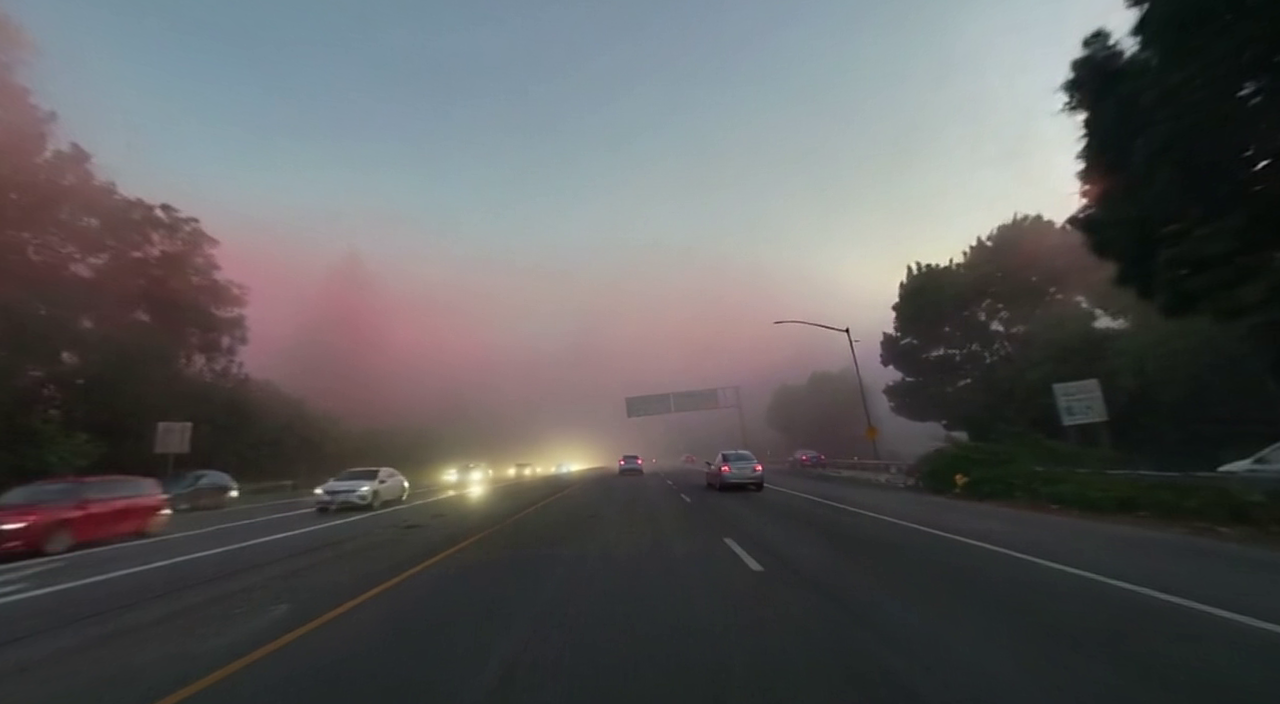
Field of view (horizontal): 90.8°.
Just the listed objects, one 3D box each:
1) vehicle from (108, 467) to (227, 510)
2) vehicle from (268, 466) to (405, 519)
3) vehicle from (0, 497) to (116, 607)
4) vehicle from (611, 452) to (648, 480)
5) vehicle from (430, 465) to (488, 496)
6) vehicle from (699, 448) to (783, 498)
[{"bbox_3d":[-20.631,5.936,27.824,1.850,1.594,4.177,0,-9,3],"label":"vehicle"},{"bbox_3d":[-10.455,4.867,22.334,2.420,1.511,4.810,0,-9,1],"label":"vehicle"},{"bbox_3d":[-10.356,2.944,8.936,2.201,1.417,4.255,0,-9,0],"label":"vehicle"},{"bbox_3d":[-0.594,6.743,37.605,2.090,1.510,4.280,0,-9,0],"label":"vehicle"},{"bbox_3d":[-10.316,7.321,36.297,1.791,1.523,4.364,0,-9,4],"label":"vehicle"},{"bbox_3d":[3.256,3.969,21.210,1.972,1.488,4.335,0,-9,-2],"label":"vehicle"}]
